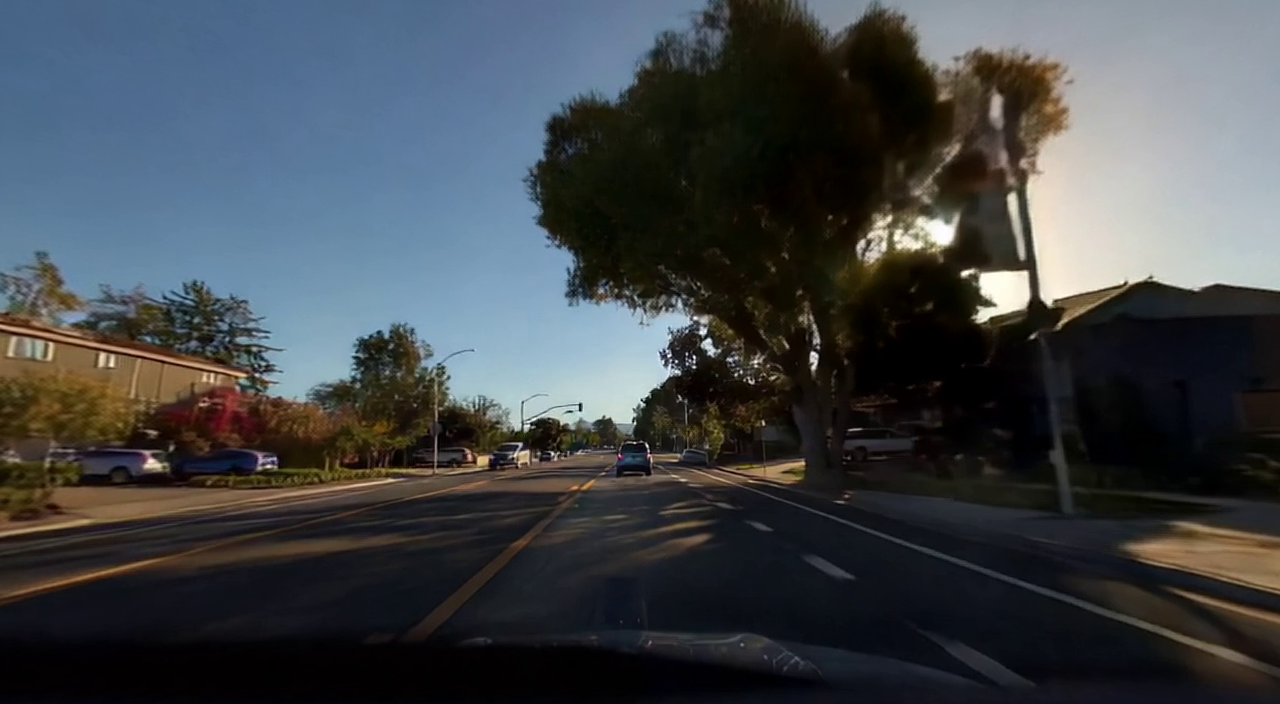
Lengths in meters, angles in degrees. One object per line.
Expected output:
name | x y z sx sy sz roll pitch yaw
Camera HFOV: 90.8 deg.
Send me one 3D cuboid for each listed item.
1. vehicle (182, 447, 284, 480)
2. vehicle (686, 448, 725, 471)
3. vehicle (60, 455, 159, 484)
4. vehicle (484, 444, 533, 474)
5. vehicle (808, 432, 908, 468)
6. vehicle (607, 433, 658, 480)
vehicle | -21.243 5.810 33.110 4.020 1.635 1.875 0 -8 2
vehicle | 4.432 7.328 43.354 1.963 1.469 4.709 0 -8 -2
vehicle | -27.258 6.023 32.523 3.522 1.372 1.652 0 -9 -2
vehicle | -8.398 6.857 40.720 2.114 1.811 4.949 0 -8 -1
vehicle | 12.405 5.596 36.176 4.870 1.926 2.094 0 -8 -1
vehicle | -0.358 4.746 29.009 2.153 1.942 4.767 0 -8 -1
